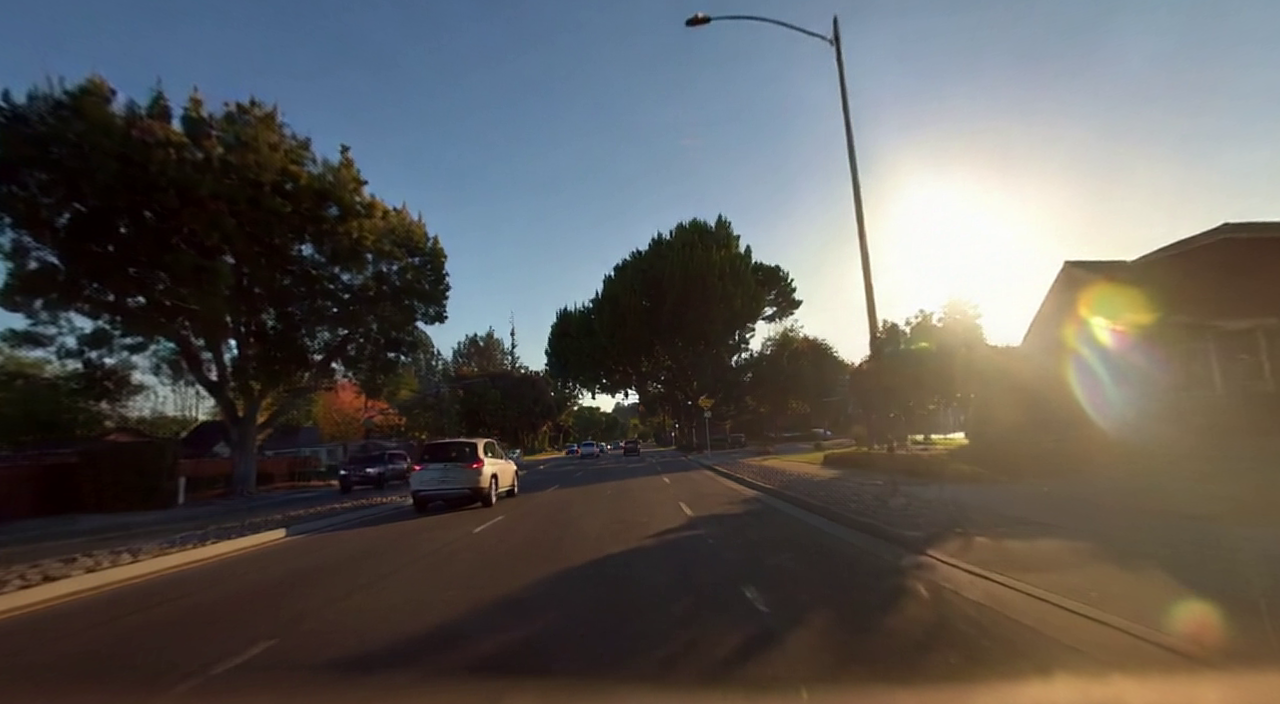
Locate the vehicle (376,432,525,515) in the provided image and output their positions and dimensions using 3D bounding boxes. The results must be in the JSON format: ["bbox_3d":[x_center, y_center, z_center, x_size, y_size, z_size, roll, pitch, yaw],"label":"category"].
[{"bbox_3d":[-4.375,2.873,15.502,2.169,1.706,4.638,0,-8,0],"label":"vehicle"}]

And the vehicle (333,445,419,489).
[{"bbox_3d":[-14.586,6.357,35.393,2.263,2.211,6.122,0,-8,-1],"label":"vehicle"}]
